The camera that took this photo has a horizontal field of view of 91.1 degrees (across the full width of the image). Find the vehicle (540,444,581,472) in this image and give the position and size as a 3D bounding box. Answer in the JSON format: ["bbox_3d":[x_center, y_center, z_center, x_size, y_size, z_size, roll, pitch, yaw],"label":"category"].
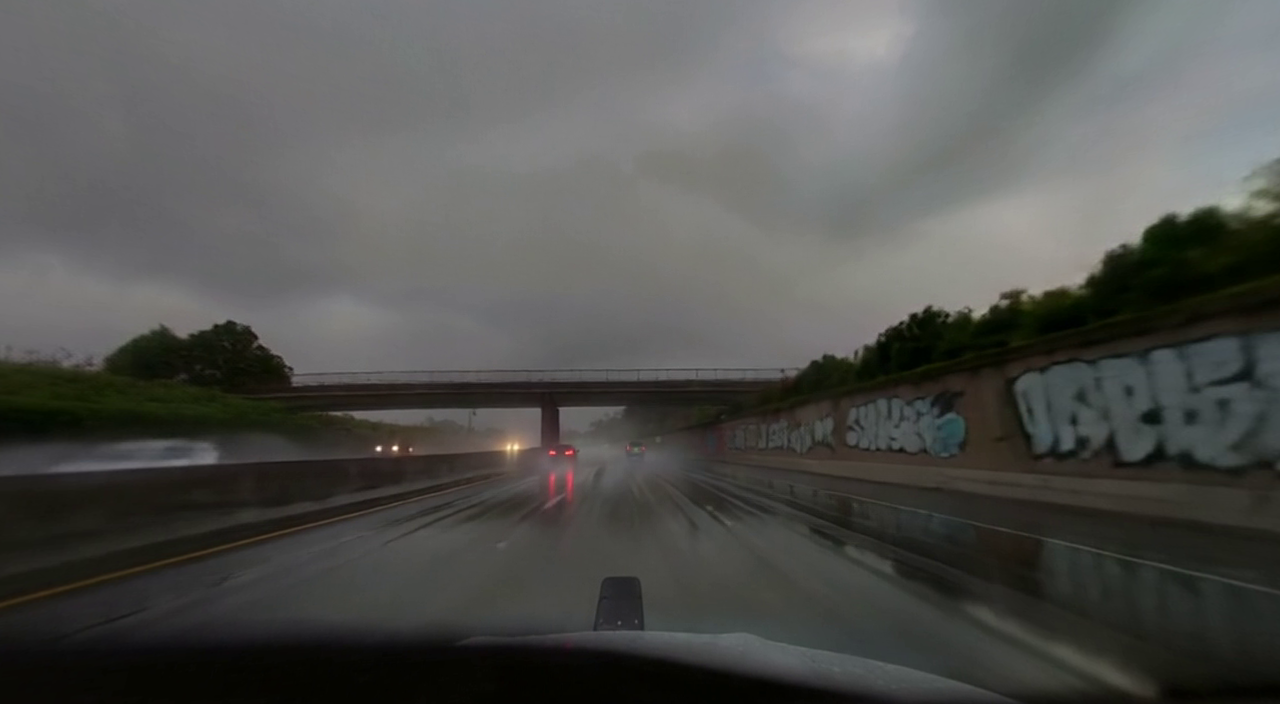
[{"bbox_3d":[-4.366,5.893,35.004,1.871,1.459,3.771,0,-9,-2],"label":"vehicle"}]
